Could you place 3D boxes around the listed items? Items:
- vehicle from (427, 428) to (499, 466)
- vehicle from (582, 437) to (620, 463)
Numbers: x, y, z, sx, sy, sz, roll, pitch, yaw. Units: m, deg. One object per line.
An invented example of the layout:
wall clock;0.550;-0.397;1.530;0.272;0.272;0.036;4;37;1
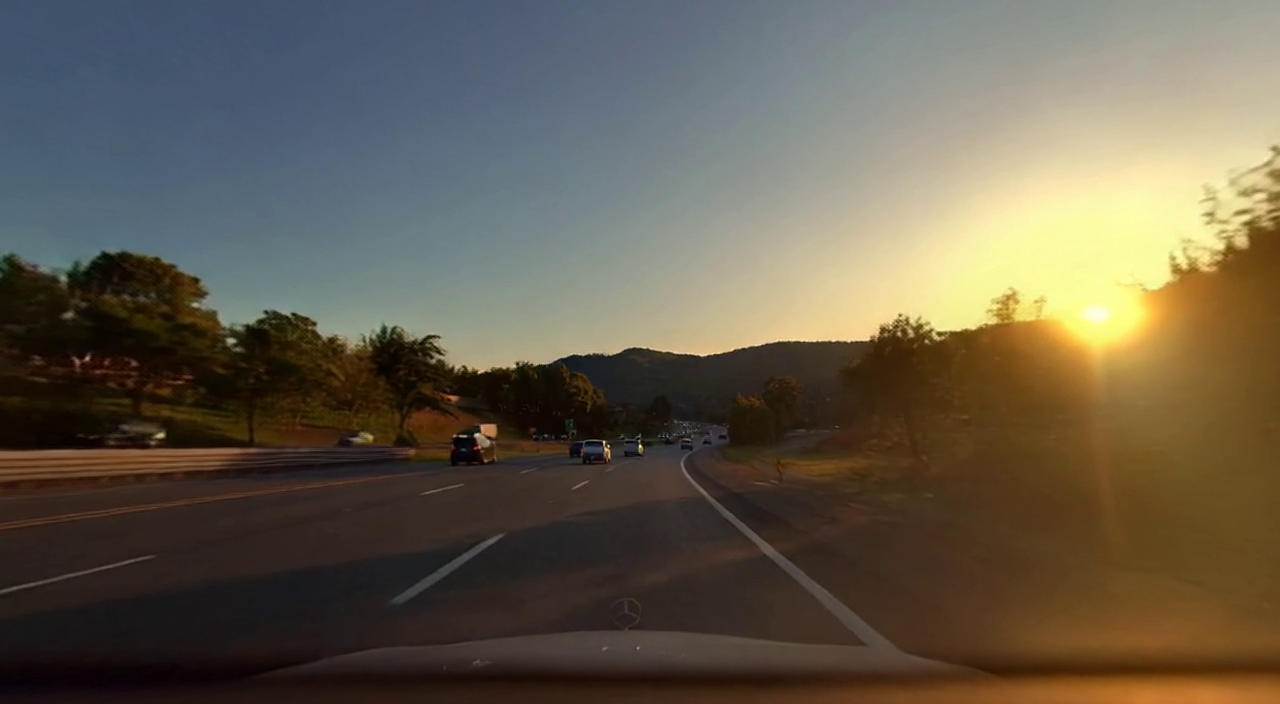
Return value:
vehicle;-10.050;5.483;36.332;2.264;1.980;5.574;0;-9;3
vehicle;-2.562;6.627;42.600;2.035;1.673;4.469;0;-9;4
